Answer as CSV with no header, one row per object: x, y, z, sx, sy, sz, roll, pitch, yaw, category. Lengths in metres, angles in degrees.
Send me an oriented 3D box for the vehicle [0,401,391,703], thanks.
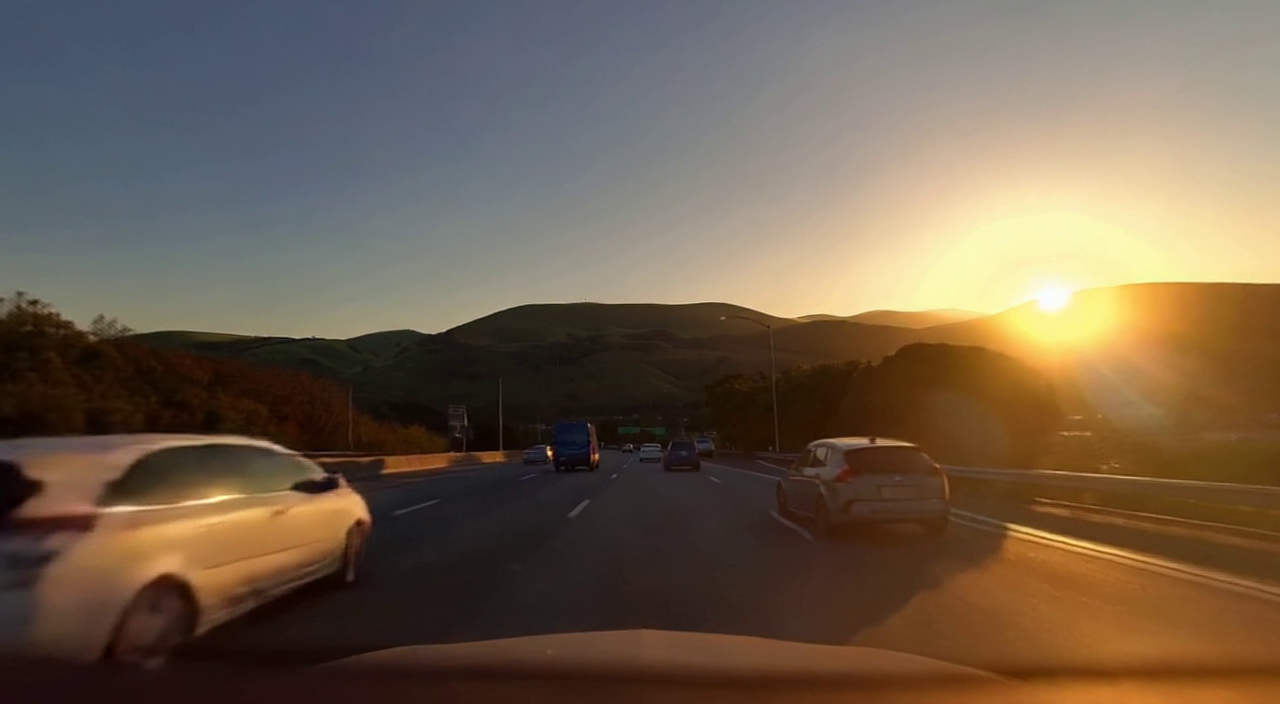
-3.339,1.146,3.660,1.990,1.501,4.250,0,-9,1,vehicle

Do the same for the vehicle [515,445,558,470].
-6.557,6.709,40.409,1.964,1.487,4.417,0,-9,1,vehicle

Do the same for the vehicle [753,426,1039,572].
3.088,1.869,8.855,2.050,1.491,4.362,0,-9,-2,vehicle

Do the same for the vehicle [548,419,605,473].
-3.335,5.118,34.461,2.396,2.664,5.735,0,-9,1,vehicle

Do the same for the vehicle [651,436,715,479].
1.782,4.553,27.441,2.270,1.660,4.101,0,-9,-3,vehicle
